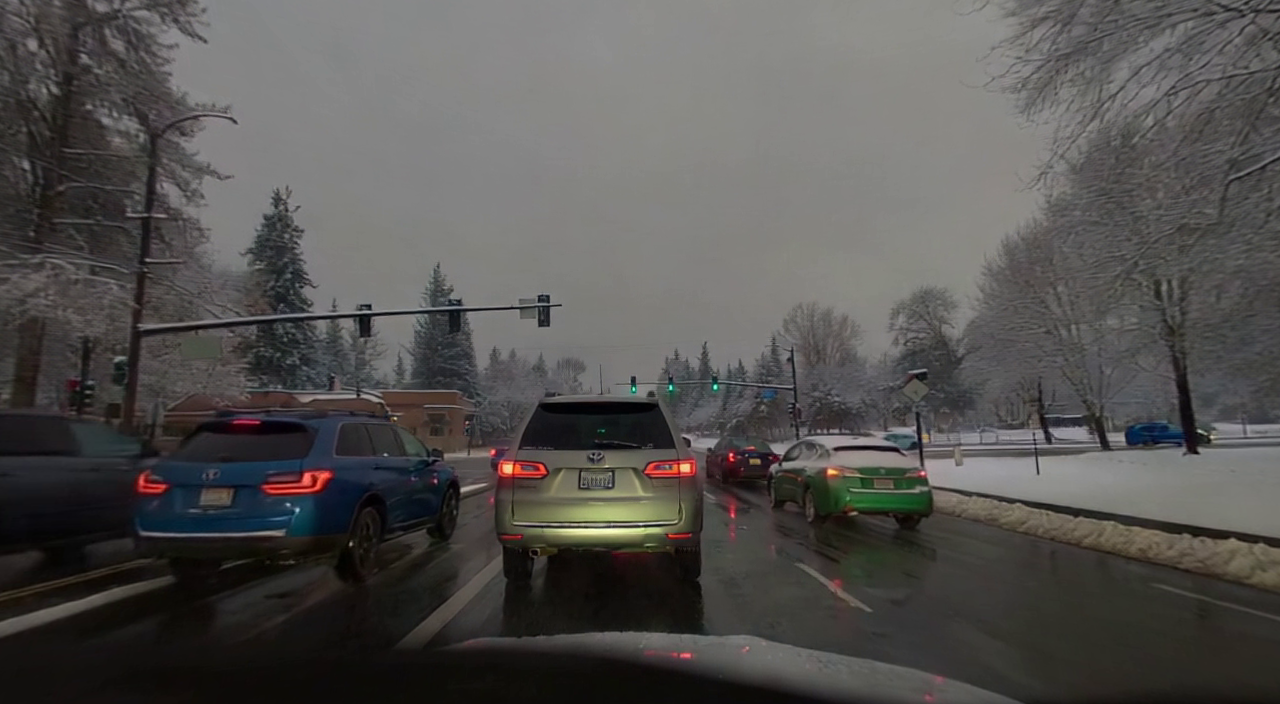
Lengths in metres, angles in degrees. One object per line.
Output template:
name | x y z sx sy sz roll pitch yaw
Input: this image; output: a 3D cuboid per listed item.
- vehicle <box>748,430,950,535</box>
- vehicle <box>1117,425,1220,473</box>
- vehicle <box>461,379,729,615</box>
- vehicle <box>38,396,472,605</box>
vehicle | 3.376 2.200 11.228 2.121 1.494 4.208 0 -8 0
vehicle | 19.306 3.513 22.974 4.215 1.578 1.892 7 -11 -38
vehicle | -0.360 1.437 7.105 2.064 1.817 4.298 0 -8 0
vehicle | -3.721 1.531 7.424 2.160 1.666 4.583 0 -8 0
